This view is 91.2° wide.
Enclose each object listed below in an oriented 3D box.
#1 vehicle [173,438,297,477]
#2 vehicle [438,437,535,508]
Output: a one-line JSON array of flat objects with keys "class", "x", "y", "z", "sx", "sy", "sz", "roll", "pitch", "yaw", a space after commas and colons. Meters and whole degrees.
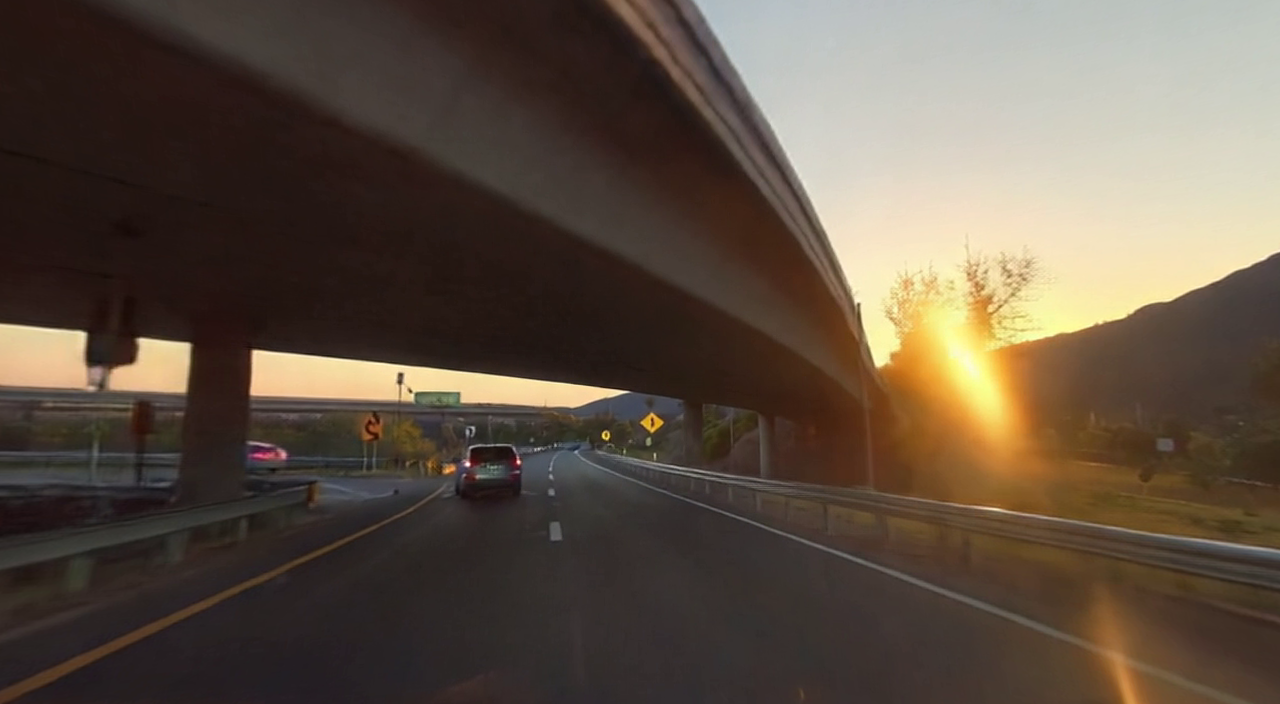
[{"class": "vehicle", "x": -17.033, "y": 4.431, "z": 26.406, "sx": 4.278, "sy": 1.505, "sz": 2.018, "roll": -3, "pitch": -9, "yaw": 18}, {"class": "vehicle", "x": -3.779, "y": 2.888, "z": 15.473, "sx": 2.006, "sy": 1.486, "sz": 3.950, "roll": 2, "pitch": -9, "yaw": -14}]
